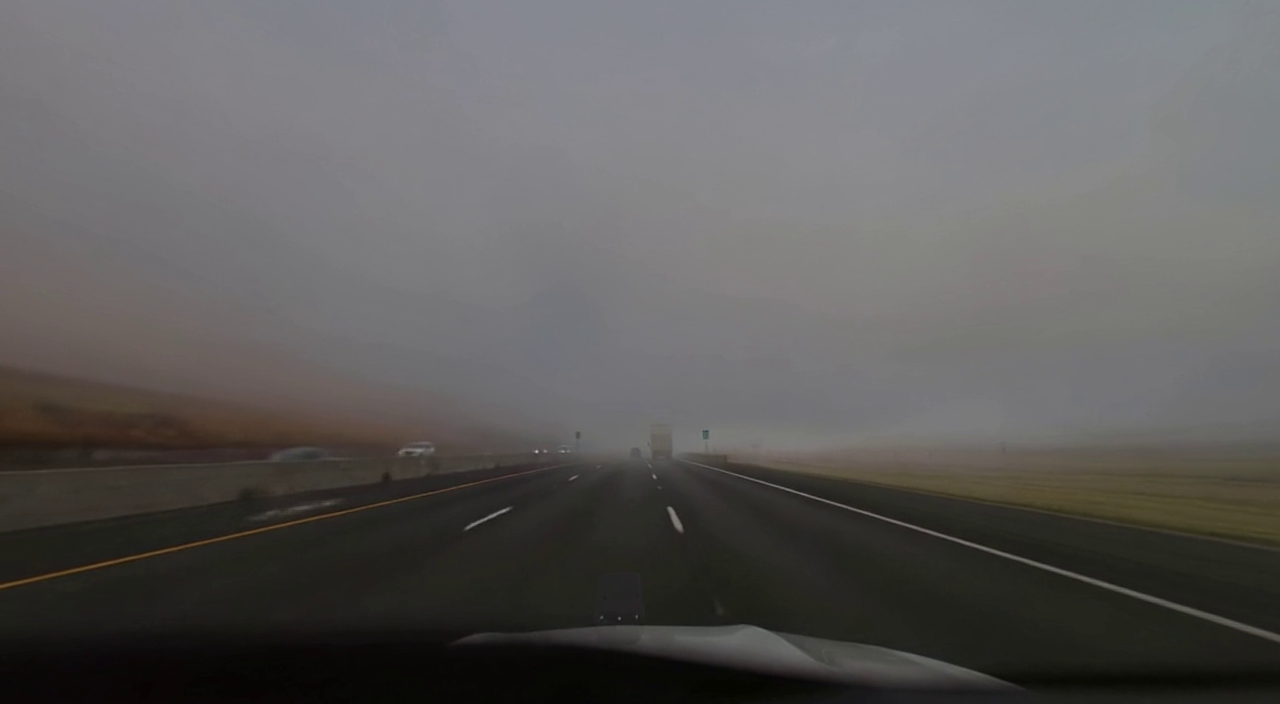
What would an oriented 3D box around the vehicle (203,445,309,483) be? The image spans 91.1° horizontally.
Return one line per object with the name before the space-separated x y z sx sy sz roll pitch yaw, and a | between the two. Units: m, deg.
vehicle | -17.093 4.972 28.293 1.900 1.524 4.532 -1 -9 0
